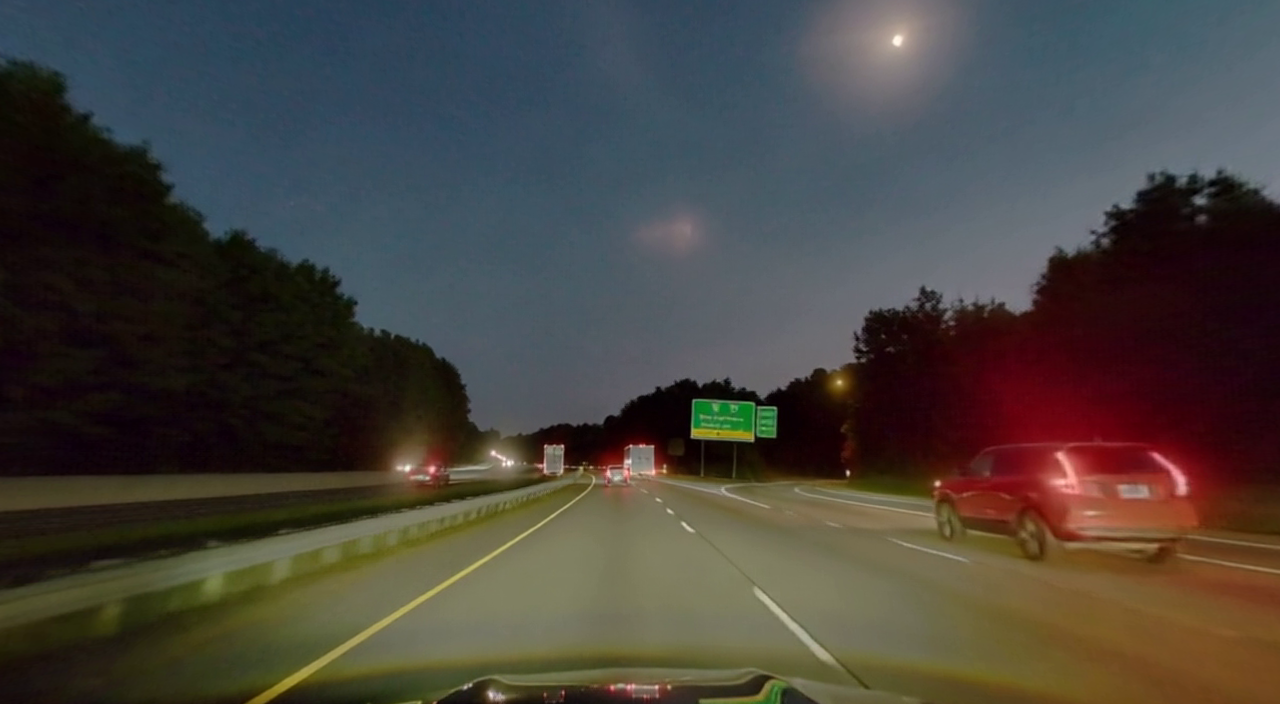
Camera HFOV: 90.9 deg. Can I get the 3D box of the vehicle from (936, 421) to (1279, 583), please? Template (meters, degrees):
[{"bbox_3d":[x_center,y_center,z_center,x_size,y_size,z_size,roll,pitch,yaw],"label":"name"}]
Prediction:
[{"bbox_3d":[6.534,2.105,9.437,1.998,1.776,4.663,1,-10,1],"label":"vehicle"}]

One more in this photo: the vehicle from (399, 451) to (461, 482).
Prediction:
[{"bbox_3d":[-11.905,6.550,36.076,1.952,1.618,4.859,1,-10,-1],"label":"vehicle"}]

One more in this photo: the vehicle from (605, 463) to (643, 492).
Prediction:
[{"bbox_3d":[-0.926,6.988,35.160,1.987,1.467,3.903,1,-10,-2],"label":"vehicle"}]
